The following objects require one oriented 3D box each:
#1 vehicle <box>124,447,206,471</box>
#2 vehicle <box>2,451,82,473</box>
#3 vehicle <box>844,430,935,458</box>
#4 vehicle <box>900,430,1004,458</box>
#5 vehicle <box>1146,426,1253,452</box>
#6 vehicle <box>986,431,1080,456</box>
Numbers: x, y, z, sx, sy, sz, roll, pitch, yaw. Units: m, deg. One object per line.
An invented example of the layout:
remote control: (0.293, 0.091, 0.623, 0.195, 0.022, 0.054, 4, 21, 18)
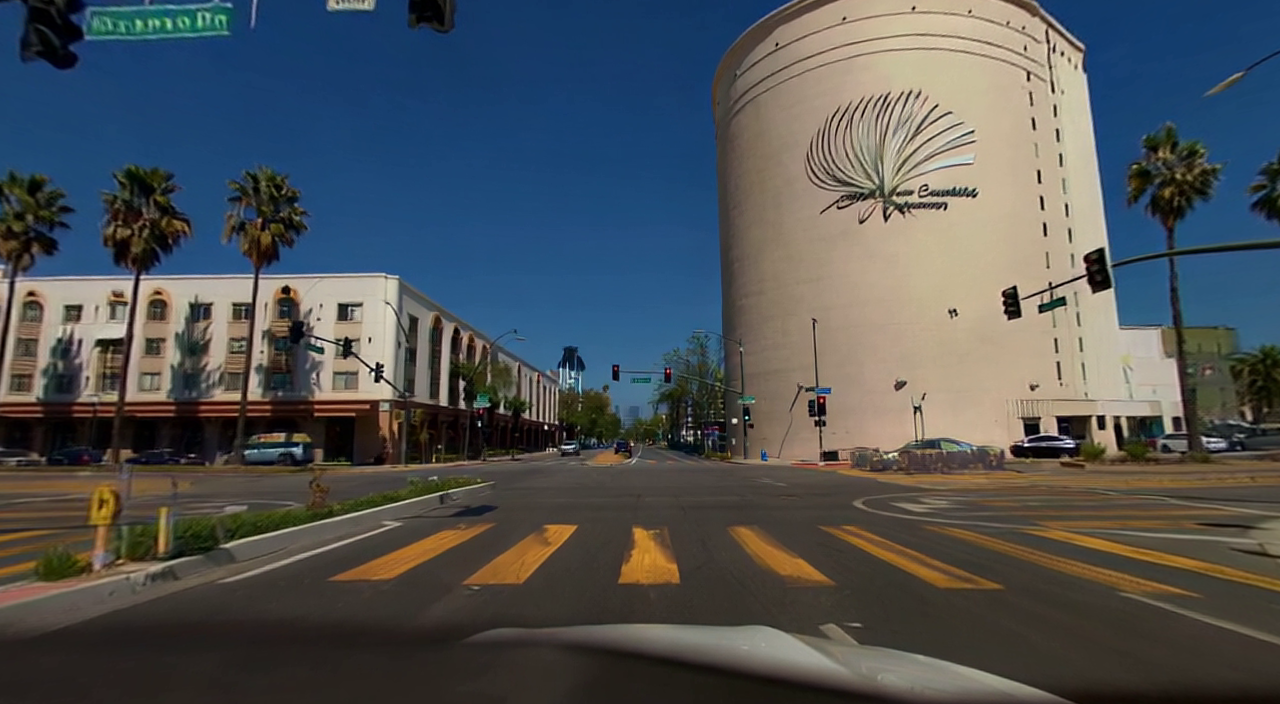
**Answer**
vehicle: (-33.061, 7.441, 43.928, 4.136, 1.661, 1.857, 0, -8, 0)
vehicle: (-41.649, 7.658, 43.945, 3.698, 1.467, 1.779, 0, -8, 1)
vehicle: (15.024, 5.569, 38.090, 4.648, 1.665, 1.910, 0, -8, 0)
vehicle: (16.938, 5.017, 34.375, 4.684, 1.461, 1.777, 0, -8, -1)
vehicle: (33.210, 5.195, 37.492, 4.567, 1.458, 1.791, 0, -8, 0)
vehicle: (23.540, 5.492, 37.847, 4.423, 1.465, 1.798, 0, -8, 1)
